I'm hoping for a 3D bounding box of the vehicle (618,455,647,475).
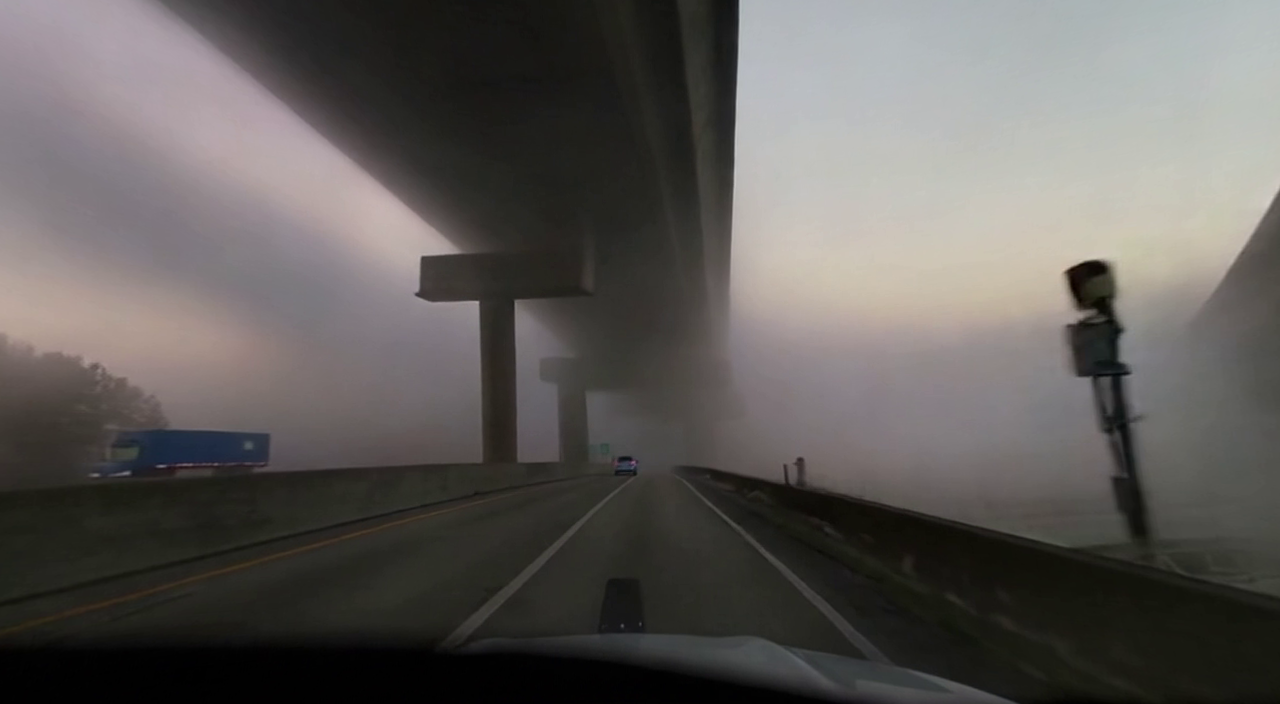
[{"bbox_3d":[-0.547,8.756,48.923,1.940,1.444,4.024,-1,-9,3],"label":"vehicle"}]
